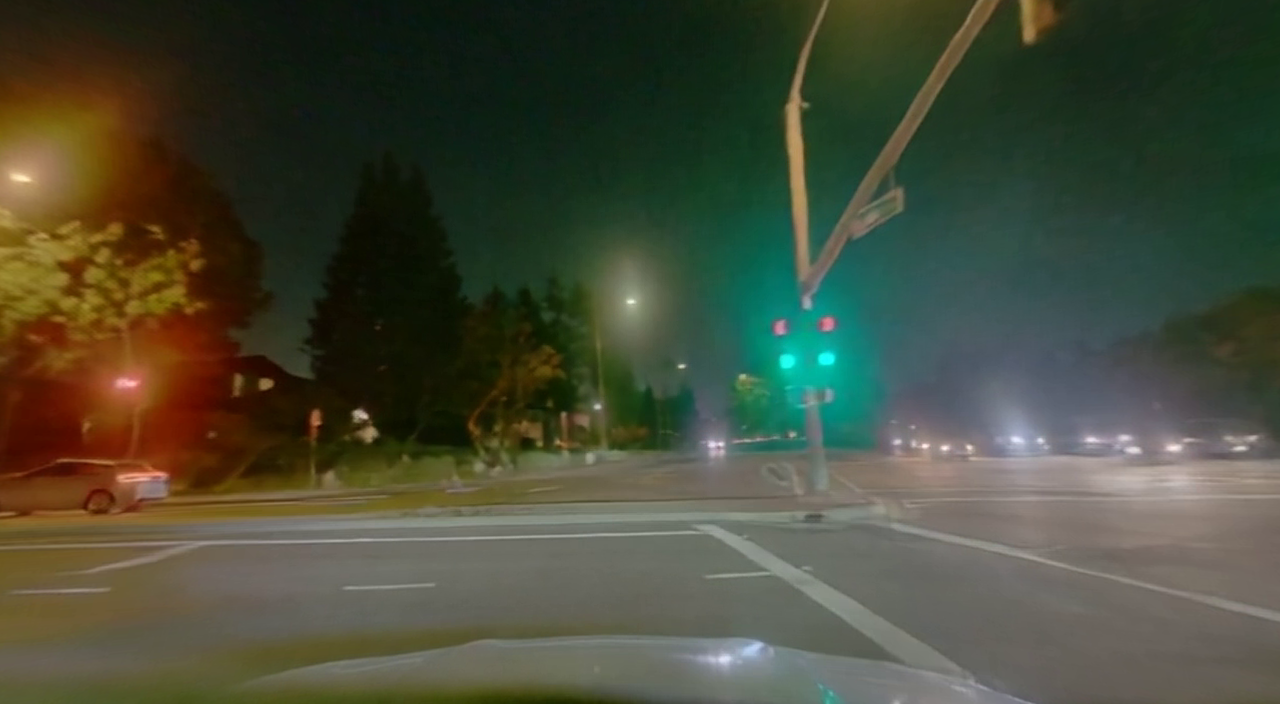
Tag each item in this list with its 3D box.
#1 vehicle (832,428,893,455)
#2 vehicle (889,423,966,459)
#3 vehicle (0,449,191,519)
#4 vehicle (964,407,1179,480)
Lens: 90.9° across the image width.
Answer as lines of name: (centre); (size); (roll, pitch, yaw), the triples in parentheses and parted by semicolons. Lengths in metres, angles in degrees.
vehicle: (14.954, 6.087, 42.698); (2.159, 1.734, 4.462); (1, -9, -6)
vehicle: (15.929, 5.000, 35.242); (1.963, 1.850, 4.651); (0, -9, -2)
vehicle: (-16.286, 3.728, 18.184); (4.995, 1.798, 2.102); (4, -10, -26)
vehicle: (12.886, 2.845, 19.544); (2.226, 1.897, 5.874); (0, -9, -3)
